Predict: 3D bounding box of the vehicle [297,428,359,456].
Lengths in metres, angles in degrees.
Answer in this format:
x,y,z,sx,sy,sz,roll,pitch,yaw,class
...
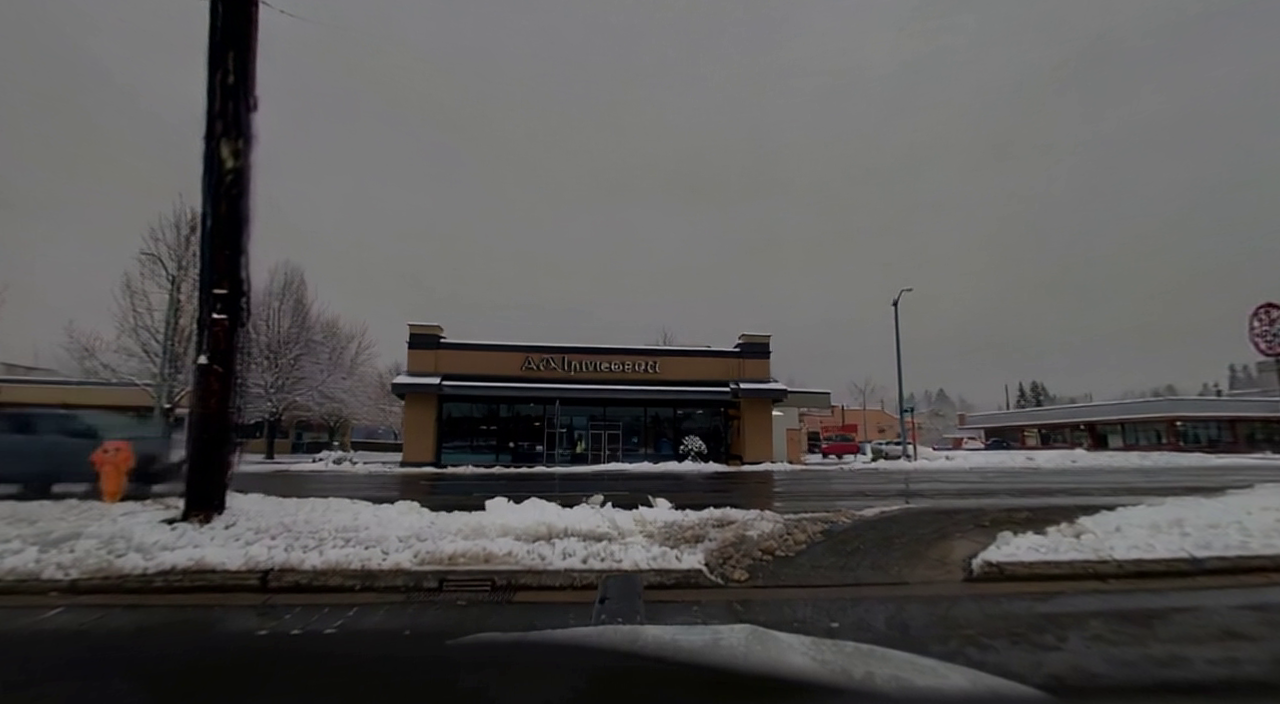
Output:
x,y,z,sx,sy,sz,roll,pitch,yaw,class
-20.274,5.834,40.981,4.596,1.680,1.936,-7,-11,41,vehicle

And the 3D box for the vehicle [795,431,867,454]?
x,y,z,sx,sy,sz,roll,pitch,yaw,class
12.735,6.054,42.349,1.791,1.453,4.593,5,-10,-29,vehicle

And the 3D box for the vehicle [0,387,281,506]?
x,y,z,sx,sy,sz,roll,pitch,yaw,class
-9.052,1.533,10.593,4.735,1.779,2.051,1,-6,-6,vehicle

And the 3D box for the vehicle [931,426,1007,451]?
x,y,z,sx,sy,sz,roll,pitch,yaw,class
25.400,6.709,48.832,4.838,1.799,1.914,-7,-11,38,vehicle

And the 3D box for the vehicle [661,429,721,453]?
x,y,z,sx,sy,sz,roll,pitch,yaw,class
3.341,6.000,42.437,1.812,1.468,4.519,5,-10,-28,vehicle
